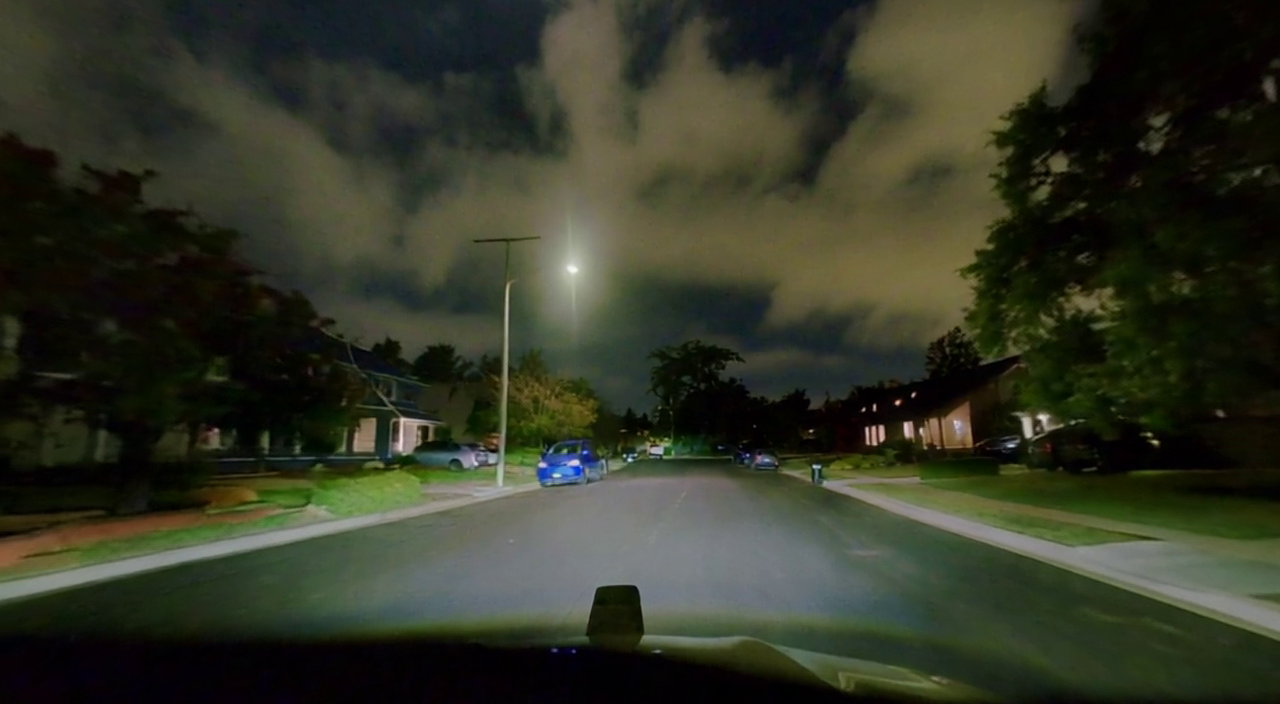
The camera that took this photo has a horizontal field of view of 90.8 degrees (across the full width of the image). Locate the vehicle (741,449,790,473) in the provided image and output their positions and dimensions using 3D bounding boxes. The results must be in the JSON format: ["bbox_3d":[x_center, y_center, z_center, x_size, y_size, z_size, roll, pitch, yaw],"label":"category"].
[{"bbox_3d":[7.952,6.979,40.577,1.984,1.437,4.726,0,-9,-3],"label":"vehicle"}]

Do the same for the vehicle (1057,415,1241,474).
[{"bbox_3d":[15.829,2.891,19.763,4.384,1.688,1.956,1,-8,-10],"label":"vehicle"}]

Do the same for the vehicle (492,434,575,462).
[{"bbox_3d":[-8.279,7.435,49.158,6.197,1.824,2.113,-1,-9,-11],"label":"vehicle"}]

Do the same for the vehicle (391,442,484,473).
[{"bbox_3d":[-10.332,5.388,32.414,4.376,1.458,2.046,2,-8,-17],"label":"vehicle"}]

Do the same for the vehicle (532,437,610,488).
[{"bbox_3d":[-2.675,4.427,25.822,2.215,1.859,4.765,-1,-8,6],"label":"vehicle"}]
